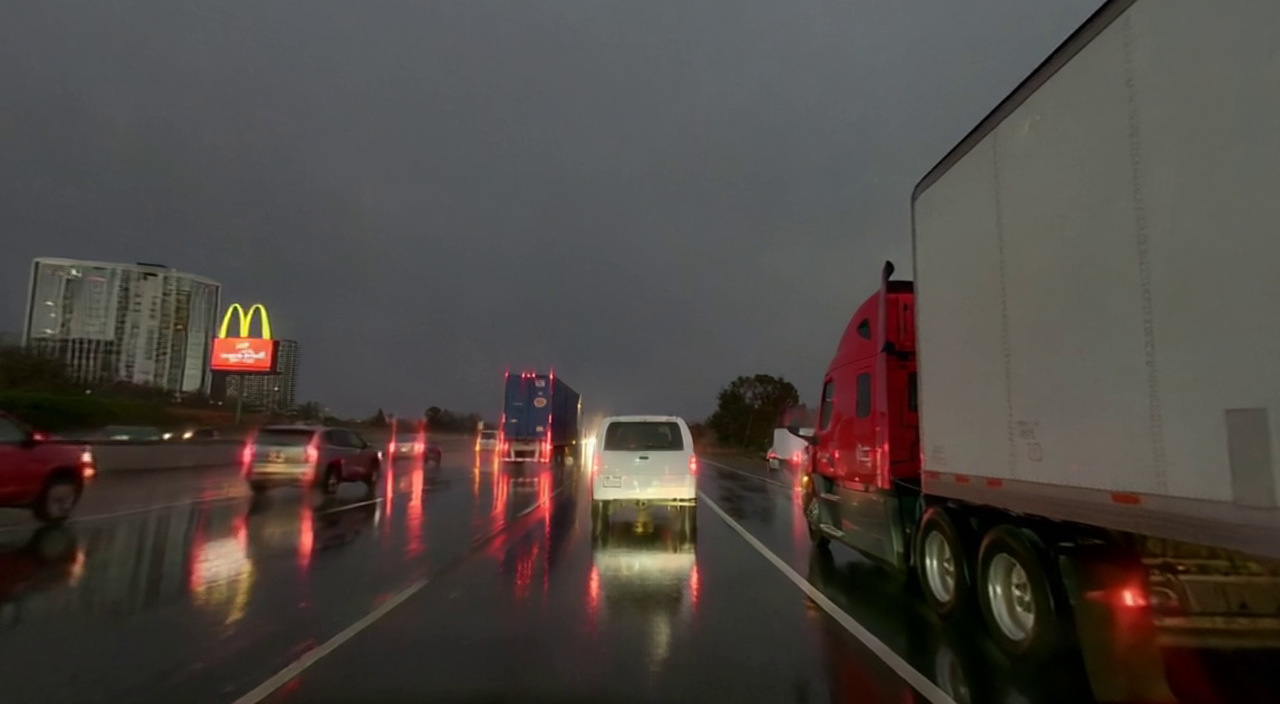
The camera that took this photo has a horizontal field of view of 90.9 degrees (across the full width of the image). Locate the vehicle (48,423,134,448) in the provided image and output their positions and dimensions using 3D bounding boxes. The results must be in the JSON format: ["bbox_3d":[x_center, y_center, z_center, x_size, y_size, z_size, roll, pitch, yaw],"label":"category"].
[{"bbox_3d":[-33.419,5.136,38.570,1.500,1.465,4.264,0,-9,-2],"label":"vehicle"}]

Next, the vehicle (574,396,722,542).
[{"bbox_3d":[0.064,1.838,10.394,1.947,1.910,4.040,0,-9,-1],"label":"vehicle"}]

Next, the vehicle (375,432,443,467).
[{"bbox_3d":[-12.103,5.156,33.412,1.915,1.710,4.670,0,-9,-2],"label":"vehicle"}]

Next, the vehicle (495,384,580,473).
[{"bbox_3d":[-4.473,3.674,29.376,2.814,3.513,8.529,0,-9,-2],"label":"vehicle"}]

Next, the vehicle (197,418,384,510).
[{"bbox_3d":[-7.551,2.461,14.211,1.854,1.740,4.151,0,-9,-1],"label":"vehicle"}]
